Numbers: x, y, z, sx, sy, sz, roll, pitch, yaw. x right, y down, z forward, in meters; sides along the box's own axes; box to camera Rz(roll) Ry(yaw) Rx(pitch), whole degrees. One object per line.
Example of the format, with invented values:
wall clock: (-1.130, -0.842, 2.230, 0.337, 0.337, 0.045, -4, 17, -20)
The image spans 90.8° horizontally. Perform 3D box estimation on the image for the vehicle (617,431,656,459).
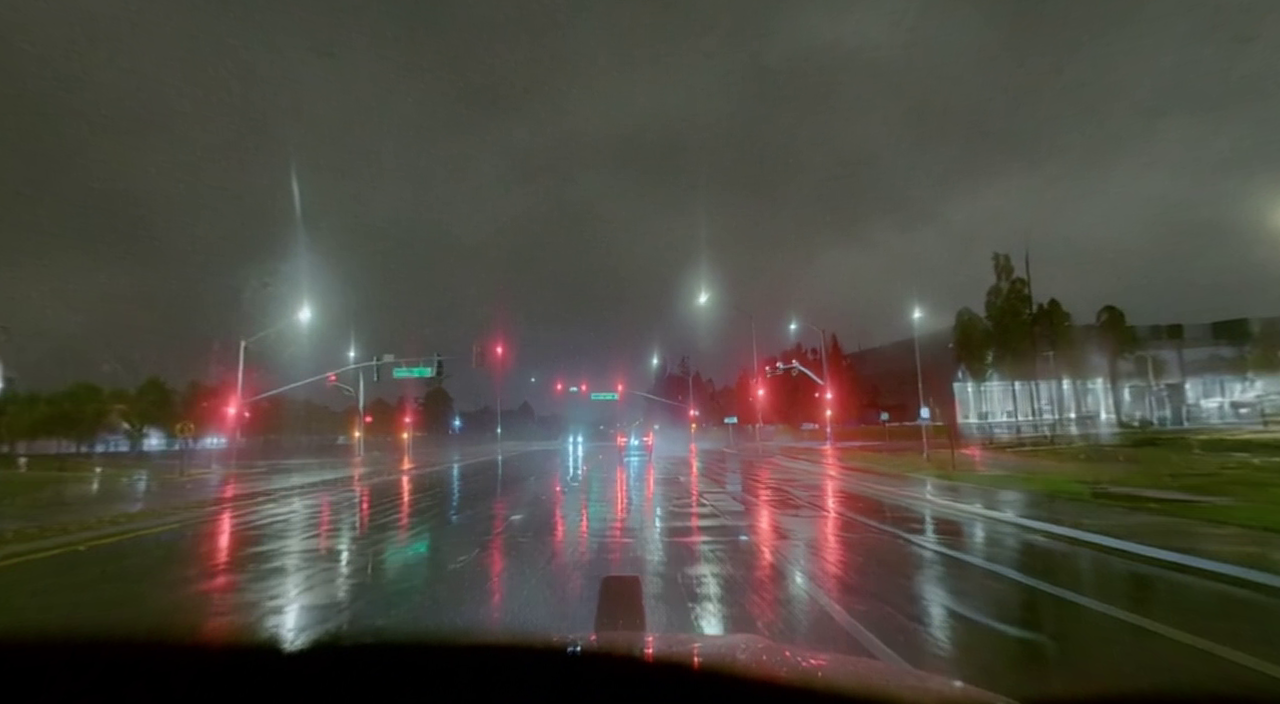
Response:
vehicle: (-0.226, 5.222, 35.471, 2.107, 1.470, 3.974, 0, -8, -1)
